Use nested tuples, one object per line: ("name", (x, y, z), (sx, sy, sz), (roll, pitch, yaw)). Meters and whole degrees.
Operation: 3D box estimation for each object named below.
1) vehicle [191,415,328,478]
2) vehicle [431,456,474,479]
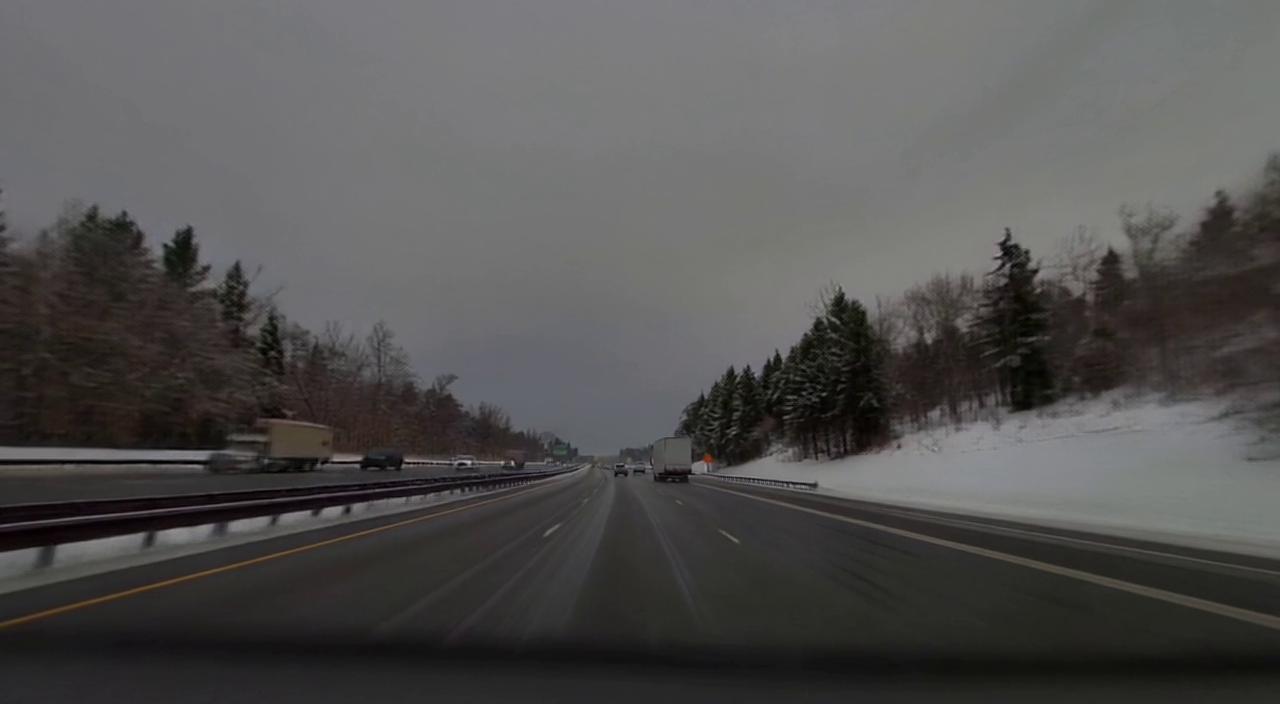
("vehicle", (-16.097, 4.167, 27.186), (2.228, 2.396, 5.865), (1, -11, -1))
("vehicle", (-12.591, 7.816, 42.561), (1.797, 1.397, 3.811), (1, -11, -1))
